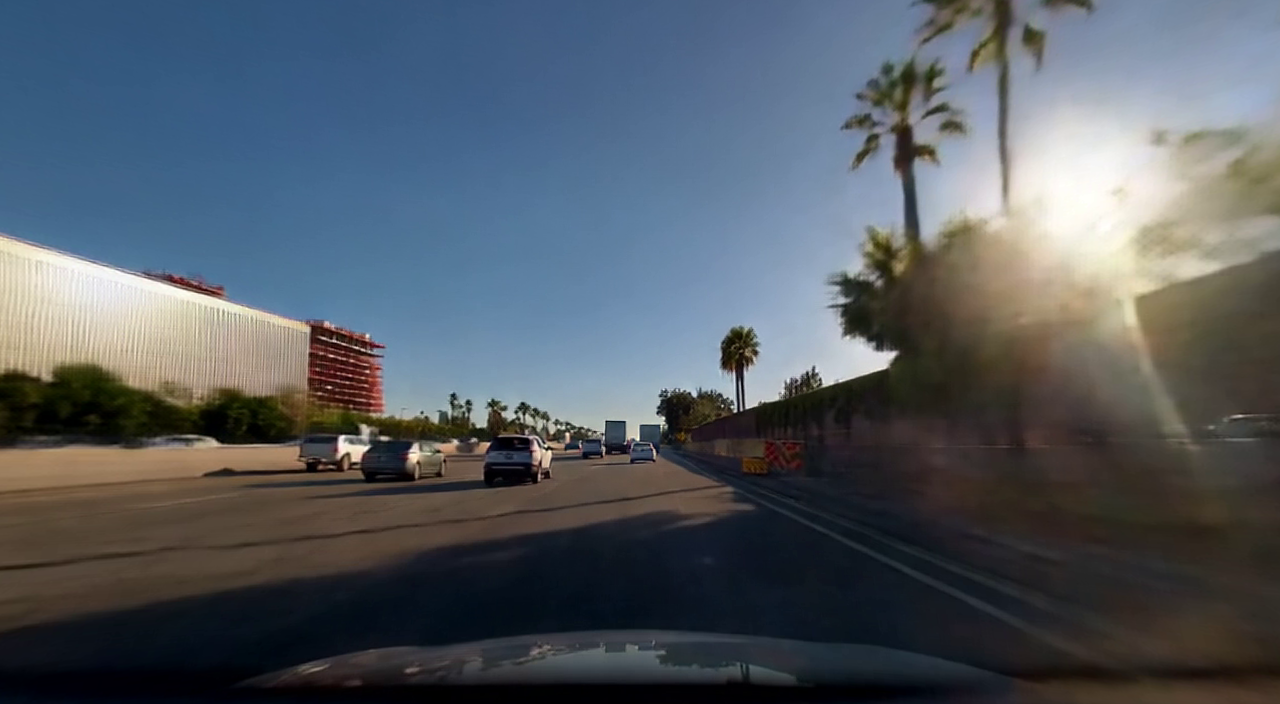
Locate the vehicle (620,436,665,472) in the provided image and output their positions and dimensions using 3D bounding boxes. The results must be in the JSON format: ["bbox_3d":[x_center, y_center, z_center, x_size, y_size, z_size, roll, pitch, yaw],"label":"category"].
[{"bbox_3d":[0.126,5.173,32.106,2.136,1.678,4.052,0,-8,1],"label":"vehicle"}]

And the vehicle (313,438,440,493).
[{"bbox_3d":[-7.924,3.417,19.471,1.949,1.476,4.410,0,-8,1],"label":"vehicle"}]

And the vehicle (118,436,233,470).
[{"bbox_3d":[-22.491,4.899,30.832,1.981,1.517,4.614,-1,-8,2],"label":"vehicle"}]

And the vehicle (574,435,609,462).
[{"bbox_3d":[-3.689,7.395,48.630,2.203,1.958,4.848,0,-8,1],"label":"vehicle"}]

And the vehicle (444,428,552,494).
[{"bbox_3d":[-4.111,3.237,19.129,2.108,1.740,4.549,0,-8,1],"label":"vehicle"}]

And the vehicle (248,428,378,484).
[{"bbox_3d":[-11.998,3.846,23.627,2.077,1.829,5.101,0,-8,1],"label":"vehicle"}]

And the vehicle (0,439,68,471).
[{"bbox_3d":[-30.033,4.837,29.649,1.962,1.459,4.416,-1,-8,2],"label":"vehicle"}]
